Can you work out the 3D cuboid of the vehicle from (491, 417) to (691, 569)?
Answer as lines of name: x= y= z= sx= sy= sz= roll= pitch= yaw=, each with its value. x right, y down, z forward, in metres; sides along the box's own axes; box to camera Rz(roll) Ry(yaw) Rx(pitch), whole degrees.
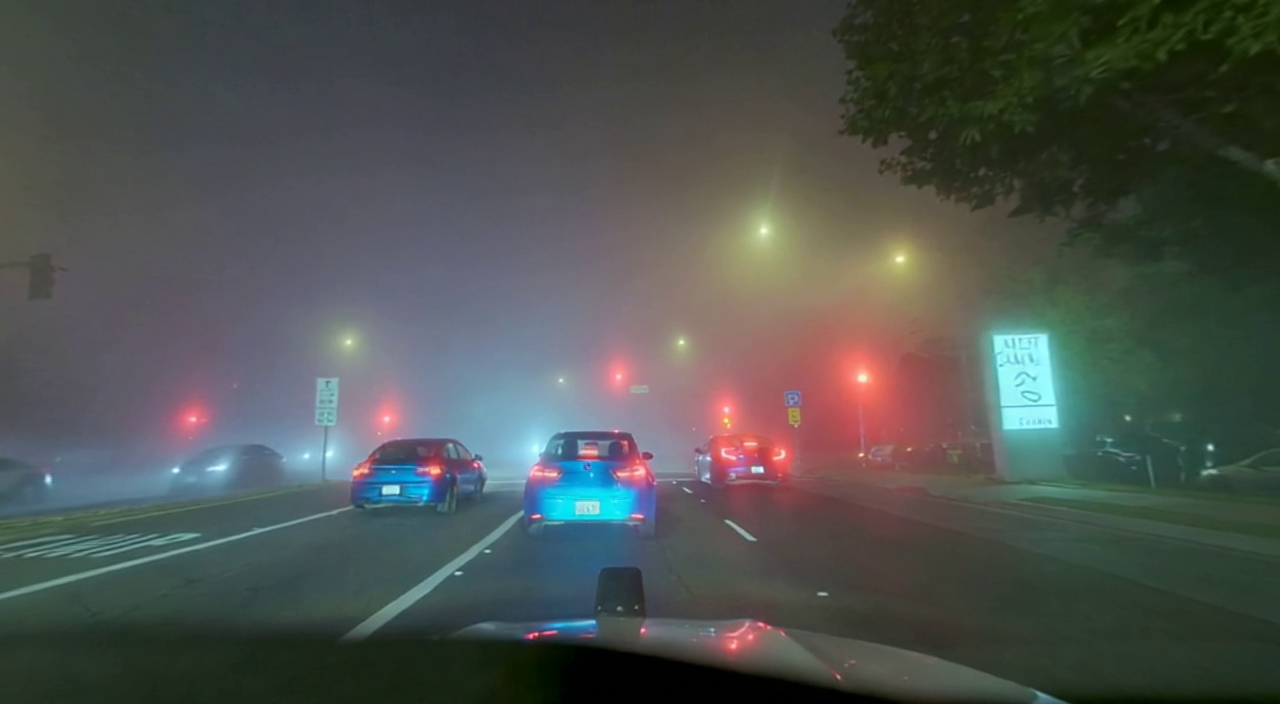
vehicle: x=-0.628 y=1.762 z=8.657 sx=2.045 sy=1.533 sz=4.183 roll=0 pitch=-8 yaw=-4

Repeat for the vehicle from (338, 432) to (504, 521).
vehicle: x=-4.020 y=2.334 z=12.349 sx=1.998 sy=1.452 sz=3.773 roll=0 pitch=-8 yaw=-2

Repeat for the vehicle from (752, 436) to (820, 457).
vehicle: x=10.574 y=6.884 z=45.938 sx=4.428 sy=1.478 sz=1.772 roll=0 pitch=-9 yaw=-3

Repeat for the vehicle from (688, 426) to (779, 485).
vehicle: x=2.881 y=3.317 z=20.457 sx=2.028 sy=1.678 sz=4.220 roll=0 pitch=-8 yaw=-4

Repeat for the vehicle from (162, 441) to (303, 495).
vehicle: x=-13.304 y=3.774 z=20.980 sx=1.954 sy=1.583 sz=4.175 roll=0 pitch=-8 yaw=-2
